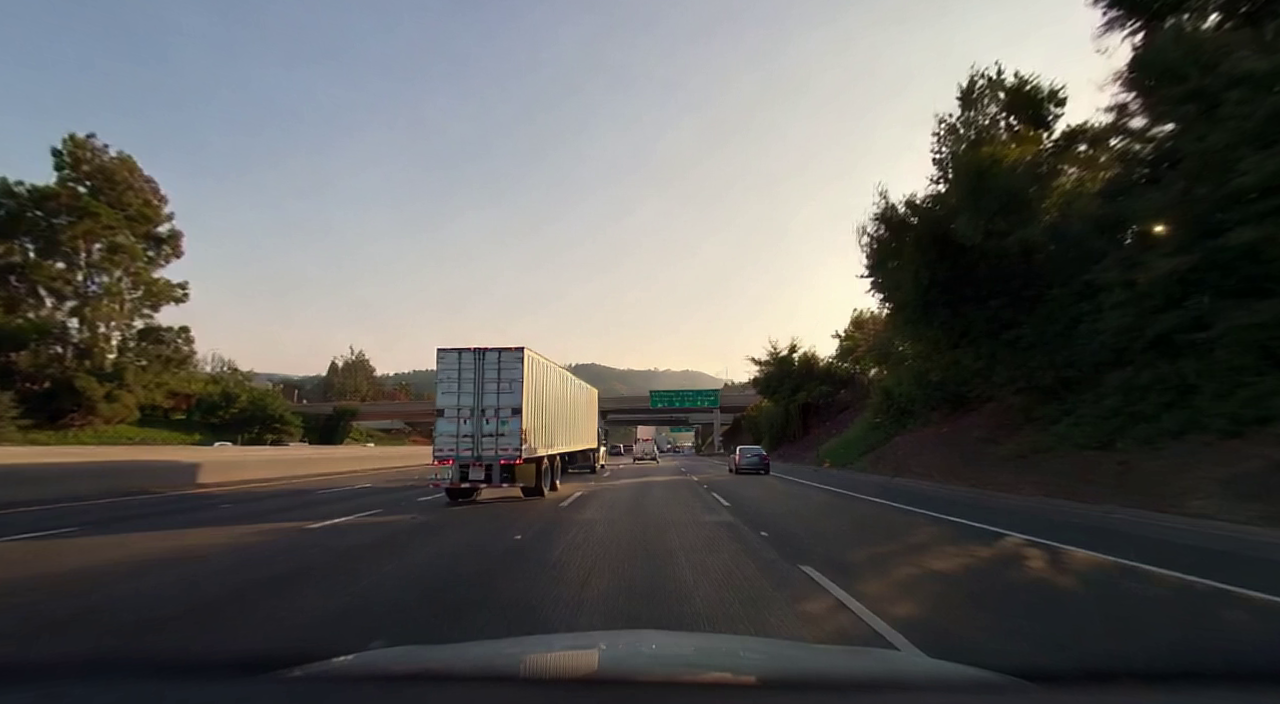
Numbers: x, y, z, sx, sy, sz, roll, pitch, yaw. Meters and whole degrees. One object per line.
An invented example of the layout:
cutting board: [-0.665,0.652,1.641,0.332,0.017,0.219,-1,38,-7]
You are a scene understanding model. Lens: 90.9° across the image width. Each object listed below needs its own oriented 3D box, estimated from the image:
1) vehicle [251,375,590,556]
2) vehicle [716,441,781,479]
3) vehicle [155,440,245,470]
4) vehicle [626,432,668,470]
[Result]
vehicle: [-3.547,2.735,16.642,2.854,2.379,16.653,0,-9,1]
vehicle: [4.557,4.589,27.143,1.993,1.474,4.230,0,-8,-1]
vehicle: [-24.265,5.703,35.009,1.845,1.521,4.273,0,-8,1]
vehicle: [0.446,5.791,37.001,2.309,2.023,5.130,0,-8,1]
